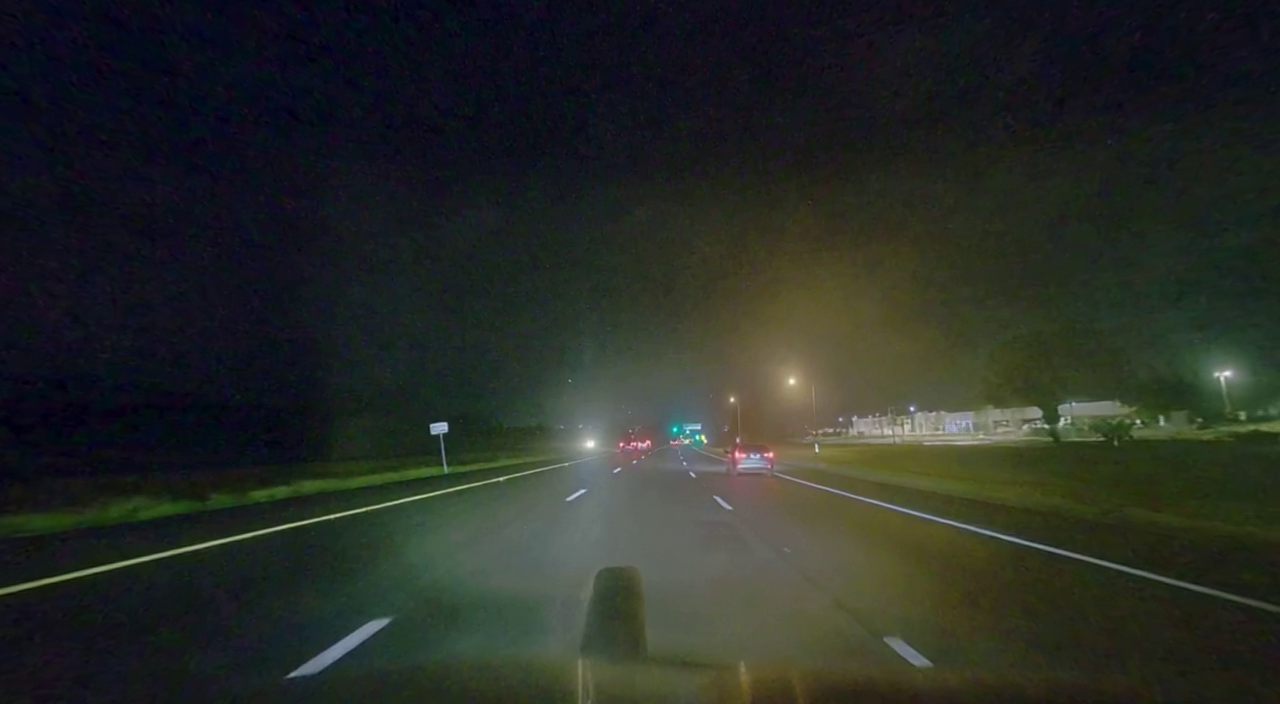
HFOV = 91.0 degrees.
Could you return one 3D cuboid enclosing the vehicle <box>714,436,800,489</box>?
[{"bbox_3d":[3.880,3.773,21.767,2.085,1.594,4.848,0,-9,0],"label":"vehicle"}]
